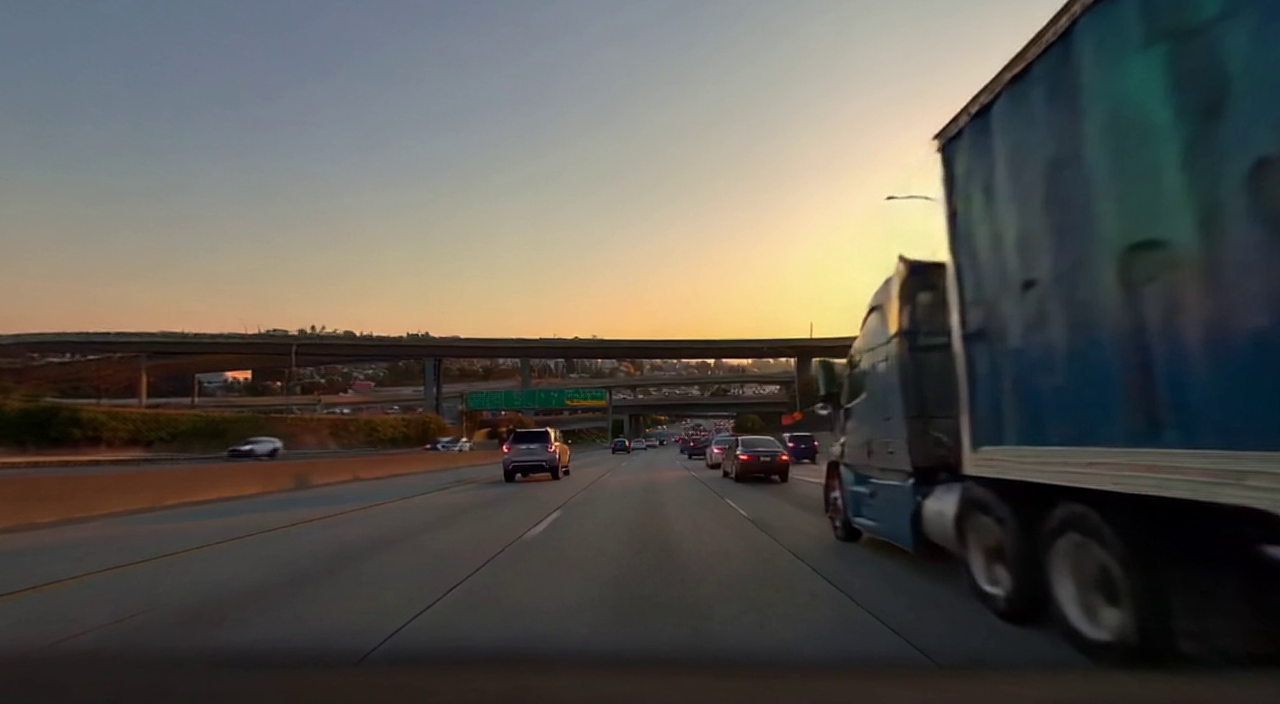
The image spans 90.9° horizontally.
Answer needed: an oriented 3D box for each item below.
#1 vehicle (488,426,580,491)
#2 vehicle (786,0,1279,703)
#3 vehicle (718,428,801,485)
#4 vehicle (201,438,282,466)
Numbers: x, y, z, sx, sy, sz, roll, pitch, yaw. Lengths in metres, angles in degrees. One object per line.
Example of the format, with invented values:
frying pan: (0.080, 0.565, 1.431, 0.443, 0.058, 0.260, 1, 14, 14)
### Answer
vehicle: (-3.081, 3.212, 19.278, 2.006, 1.741, 4.277, -1, -8, 1)
vehicle: (3.642, 0.187, 5.816, 3.059, 3.981, 6.593, -1, -8, 1)
vehicle: (3.983, 3.575, 21.820, 1.991, 1.715, 4.455, -1, -8, 0)
vehicle: (-26.078, 6.528, 41.446, 1.982, 1.710, 4.550, -1, -8, 6)
